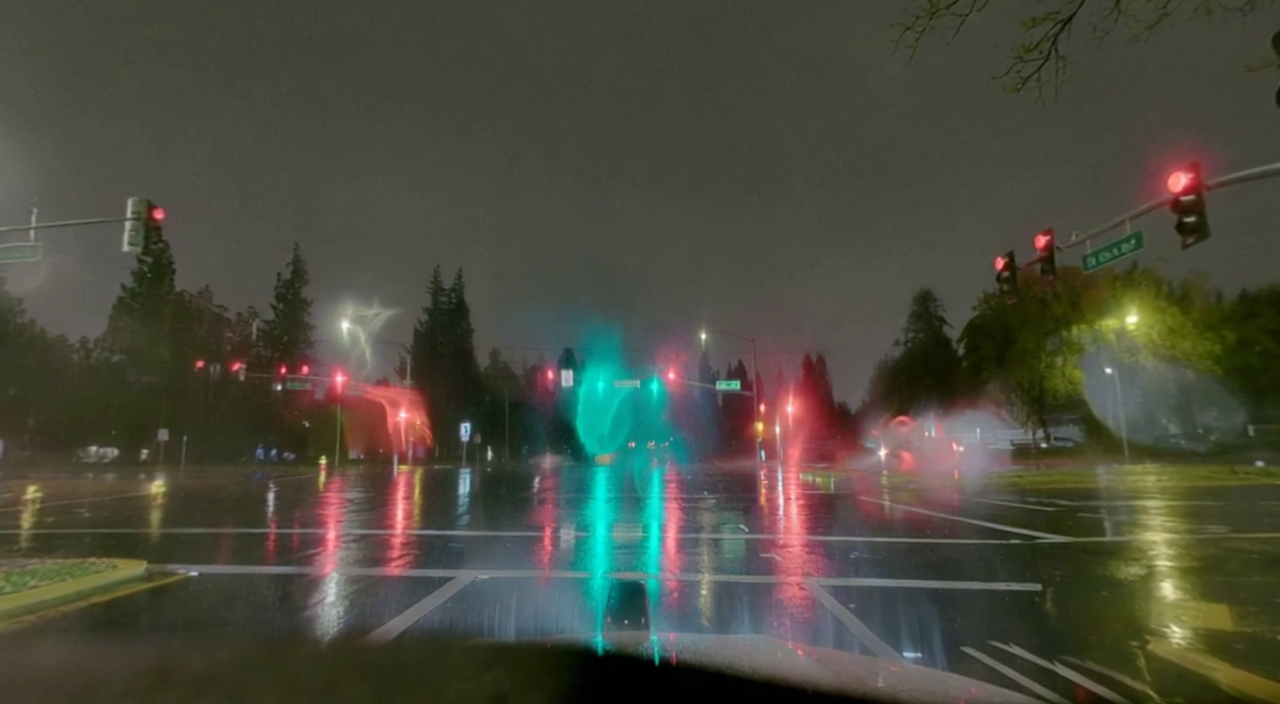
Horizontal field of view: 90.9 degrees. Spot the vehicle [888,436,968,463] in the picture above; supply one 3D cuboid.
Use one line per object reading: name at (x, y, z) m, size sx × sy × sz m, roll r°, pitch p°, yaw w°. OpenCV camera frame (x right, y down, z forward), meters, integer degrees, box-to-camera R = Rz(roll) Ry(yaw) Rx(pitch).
vehicle at (16.159, 5.505, 35.570) m, size 3.952 × 1.468 × 1.768 m, roll -4°, pitch -9°, yaw 22°
